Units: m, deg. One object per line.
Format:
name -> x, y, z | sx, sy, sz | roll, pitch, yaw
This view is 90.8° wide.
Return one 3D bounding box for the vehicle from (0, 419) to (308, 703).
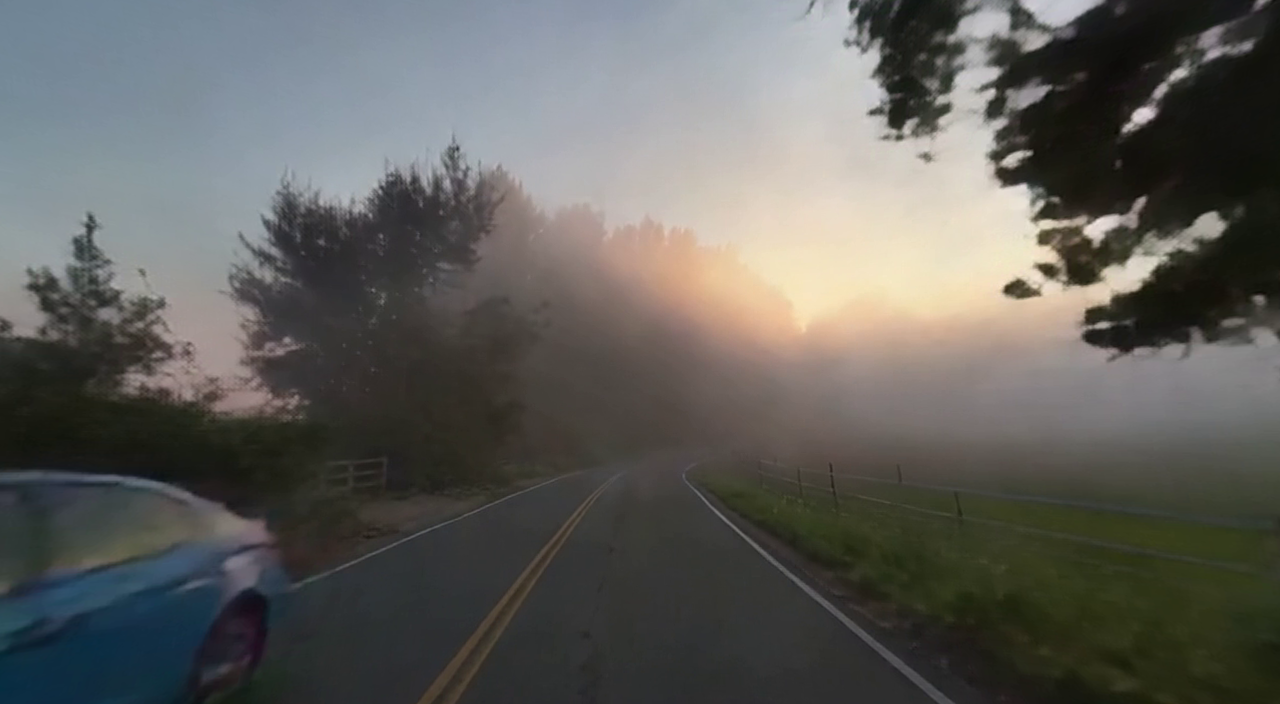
vehicle -> -2.708, 0.904, 1.368 | 1.987, 1.521, 3.649 | 0, -8, 0
